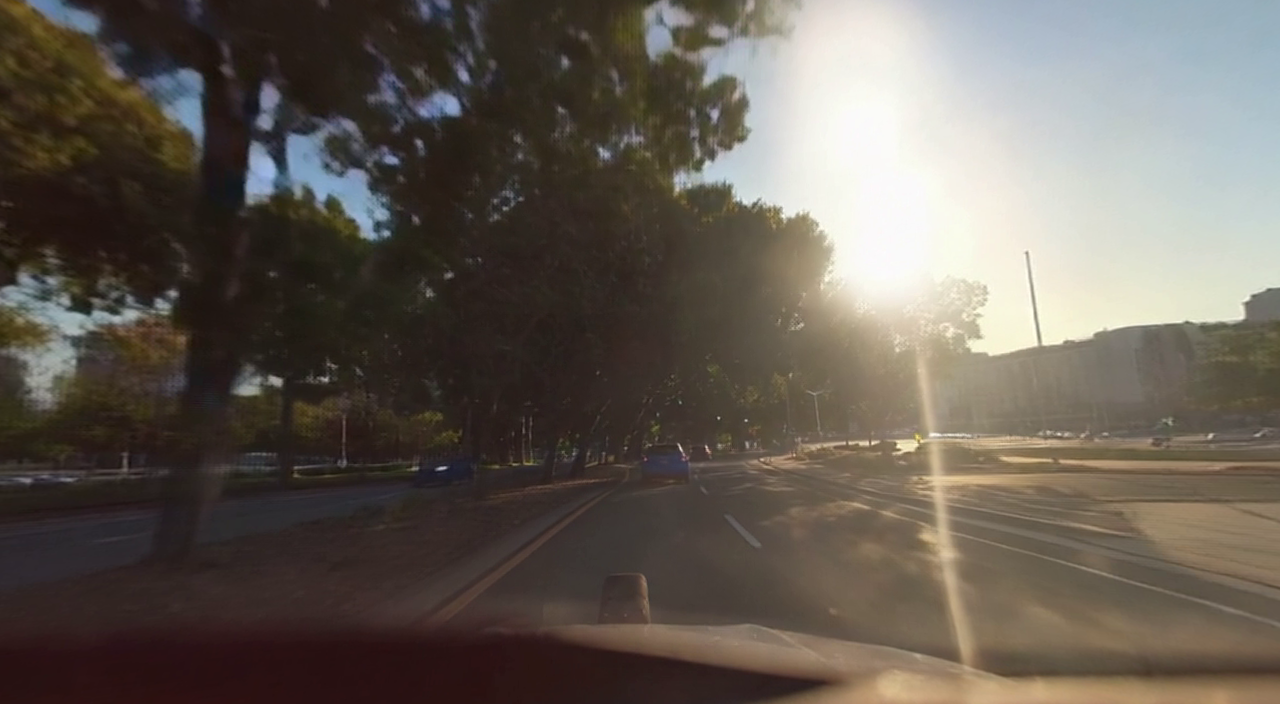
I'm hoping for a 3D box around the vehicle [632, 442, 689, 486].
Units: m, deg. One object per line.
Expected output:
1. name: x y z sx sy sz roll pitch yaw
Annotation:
1. vehicle: 0.846 4.257 24.216 2.010 1.535 3.735 -1 -8 3
